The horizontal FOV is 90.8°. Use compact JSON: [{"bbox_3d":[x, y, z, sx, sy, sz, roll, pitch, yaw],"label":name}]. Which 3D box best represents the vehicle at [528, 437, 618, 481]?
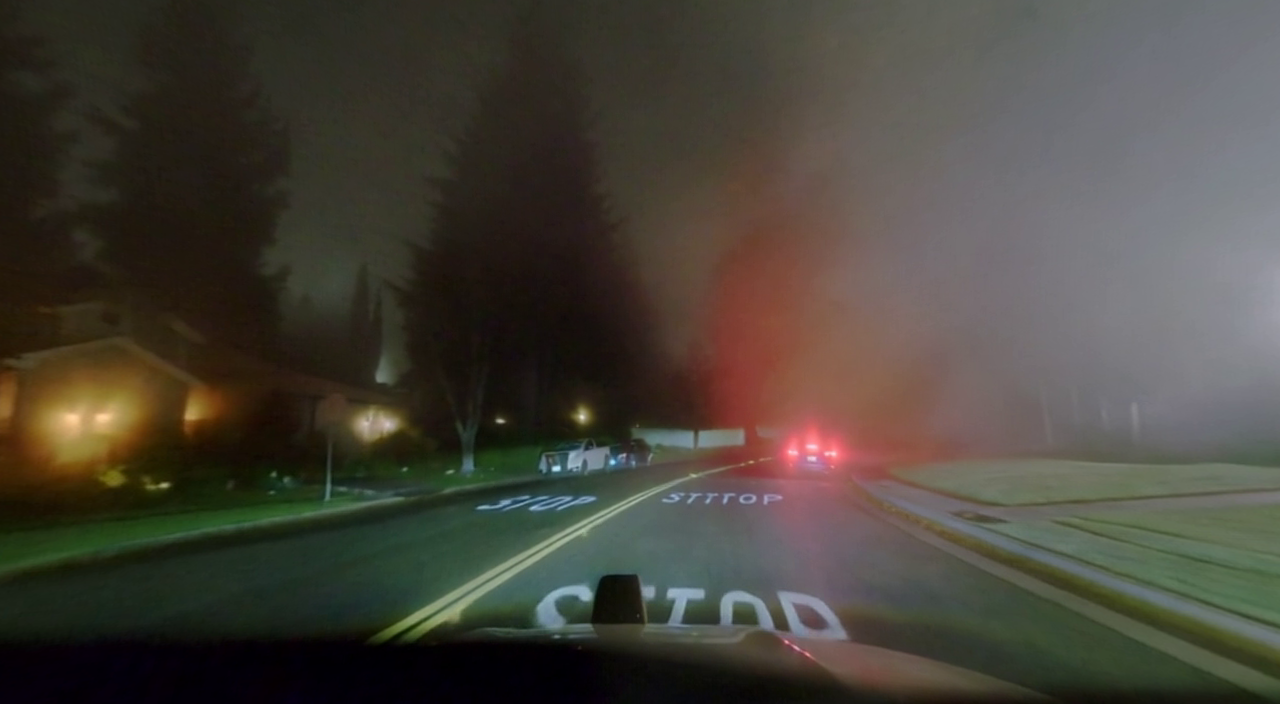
[{"bbox_3d":[-2.737,4.559,27.174,2.030,1.696,4.828,-3,-9,18],"label":"vehicle"}]

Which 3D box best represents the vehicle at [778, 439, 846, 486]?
[{"bbox_3d":[6.177,3.902,22.739,2.045,1.478,4.914,-3,-9,15],"label":"vehicle"}]
